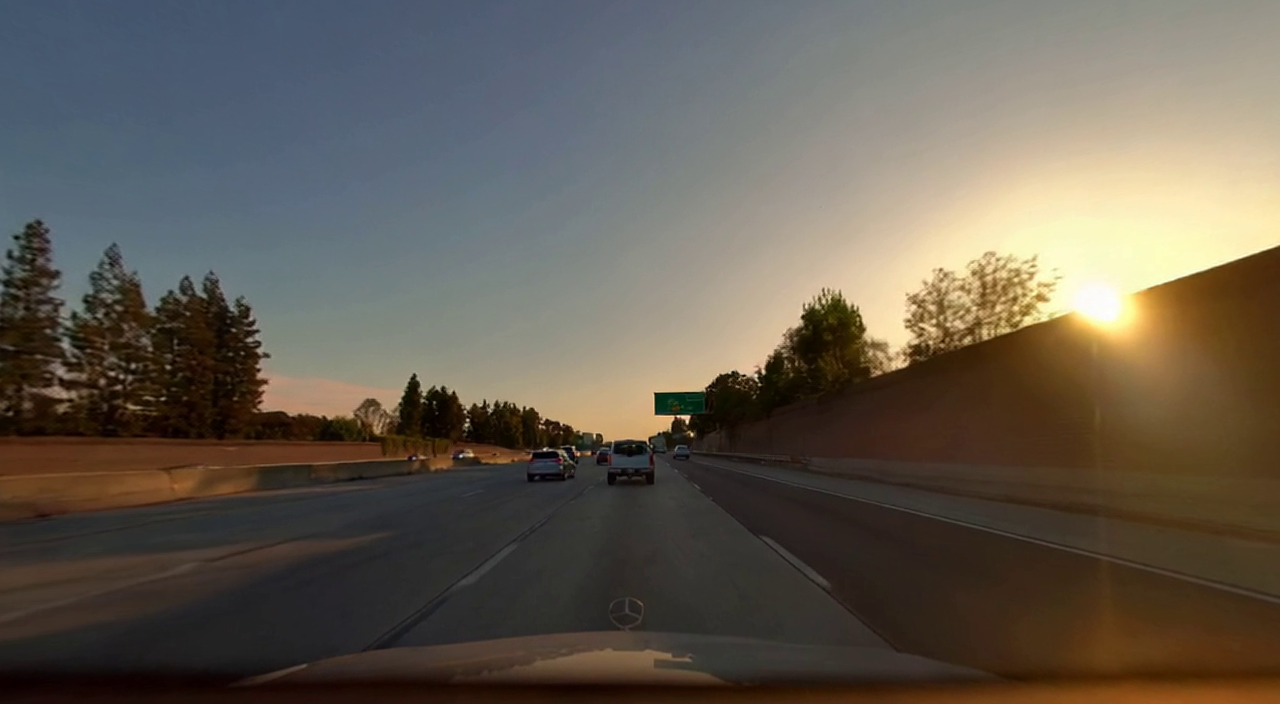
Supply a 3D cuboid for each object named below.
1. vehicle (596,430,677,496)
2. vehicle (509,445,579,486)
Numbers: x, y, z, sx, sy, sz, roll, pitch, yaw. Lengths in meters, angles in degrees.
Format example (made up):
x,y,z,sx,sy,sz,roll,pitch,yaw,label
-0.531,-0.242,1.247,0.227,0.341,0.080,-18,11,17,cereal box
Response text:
x,y,z,sx,sy,sz,roll,pitch,yaw,label
-0.069,3.407,19.661,2.233,1.804,4.273,0,-9,1,vehicle
-3.578,4.303,24.247,1.967,1.442,4.143,0,-9,1,vehicle
